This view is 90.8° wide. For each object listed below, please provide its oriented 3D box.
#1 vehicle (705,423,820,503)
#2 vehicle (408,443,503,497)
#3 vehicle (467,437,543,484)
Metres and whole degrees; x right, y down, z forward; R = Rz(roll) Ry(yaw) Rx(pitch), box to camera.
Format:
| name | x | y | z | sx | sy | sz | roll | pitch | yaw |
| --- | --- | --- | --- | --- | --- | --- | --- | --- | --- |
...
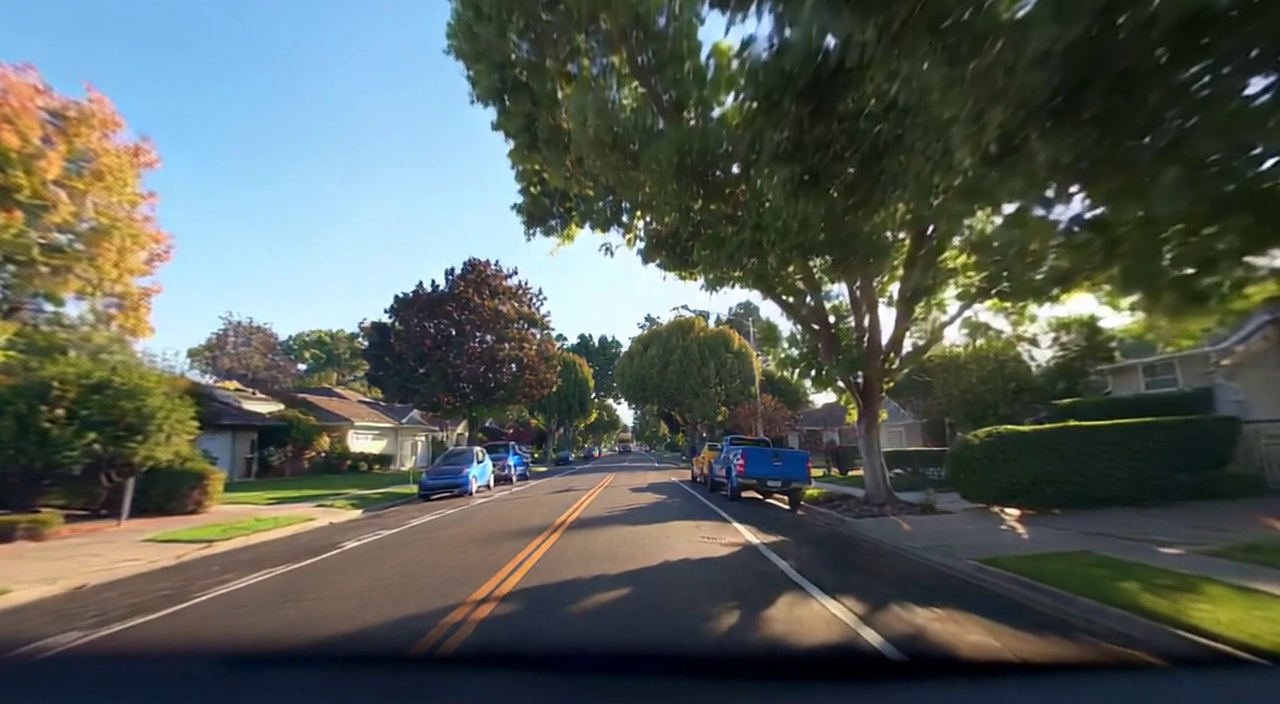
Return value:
| name | x | y | z | sx | sy | sz | roll | pitch | yaw |
| --- | --- | --- | --- | --- | --- | --- | --- | --- | --- |
| vehicle | 3.483 | 3.326 | 19.380 | 2.332 | 2.044 | 5.695 | 0 | -9 | -1 |
| vehicle | -6.831 | 4.405 | 24.104 | 2.005 | 1.785 | 5.179 | 0 | -9 | 0 |
| vehicle | -6.434 | 5.226 | 30.910 | 2.302 | 2.059 | 5.758 | 0 | -8 | 1 |
